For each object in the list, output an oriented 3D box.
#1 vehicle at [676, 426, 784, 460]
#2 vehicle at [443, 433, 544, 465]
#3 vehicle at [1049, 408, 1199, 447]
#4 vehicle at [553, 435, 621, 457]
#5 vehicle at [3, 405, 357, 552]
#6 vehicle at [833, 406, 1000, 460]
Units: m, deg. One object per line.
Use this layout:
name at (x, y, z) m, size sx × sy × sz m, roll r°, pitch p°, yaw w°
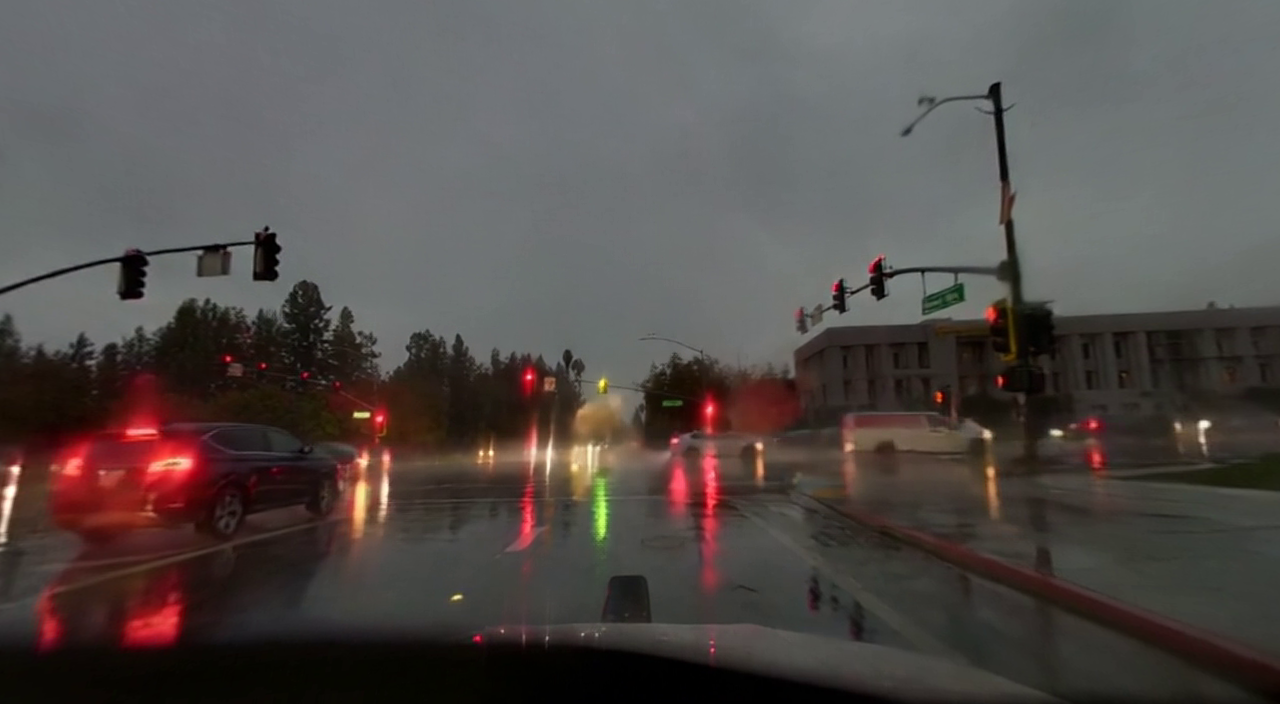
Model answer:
vehicle at (3.894, 4.021, 27.702) m, size 4.515 × 1.422 × 1.802 m, roll -1°, pitch -9°, yaw 6°
vehicle at (-7.409, 4.954, 32.090) m, size 4.591 × 1.525 × 1.836 m, roll -1°, pitch -9°, yaw 6°
vehicle at (19.547, 3.092, 25.630) m, size 4.429 × 1.489 × 1.773 m, roll -1°, pitch -9°, yaw 6°
vehicle at (-3.604, 6.491, 43.363) m, size 4.459 × 1.477 × 1.754 m, roll -1°, pitch -9°, yaw 6°
vehicle at (-6.386, 1.815, 9.684) m, size 1.785 × 1.678 × 4.729 m, roll 0°, pitch -9°, yaw 1°
vehicle at (9.890, 2.982, 22.945) m, size 5.084 × 1.824 × 2.050 m, roll -1°, pitch -9°, yaw 5°
